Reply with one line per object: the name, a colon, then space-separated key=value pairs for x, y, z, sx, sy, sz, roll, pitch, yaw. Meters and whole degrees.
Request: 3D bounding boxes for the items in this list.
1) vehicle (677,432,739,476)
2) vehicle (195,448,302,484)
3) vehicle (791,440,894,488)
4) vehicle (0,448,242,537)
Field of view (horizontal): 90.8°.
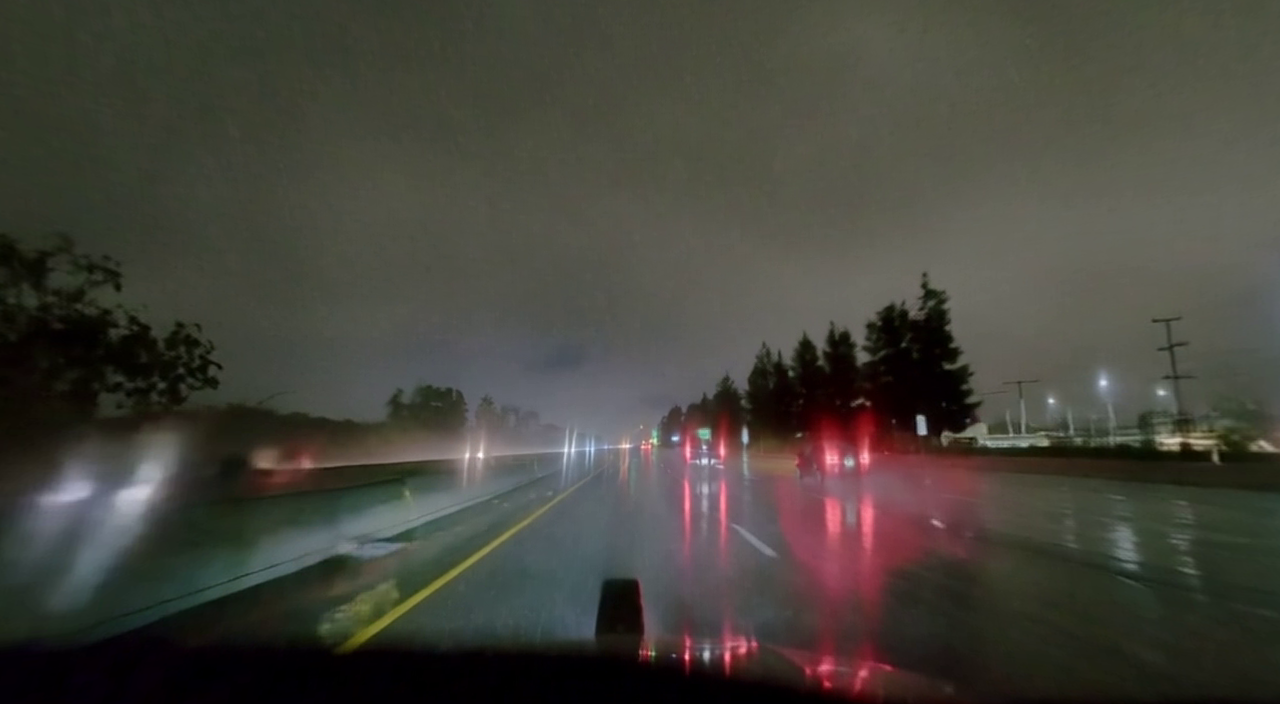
vehicle: x=2.988 y=4.672 z=29.062 sx=2.258 sy=1.824 sz=4.908 roll=0 pitch=-9 yaw=-1
vehicle: x=-17.589 y=5.124 z=28.710 sx=1.855 sy=1.454 sz=4.636 roll=0 pitch=-8 yaw=0
vehicle: x=6.674 y=3.717 z=21.312 sx=2.009 sy=1.456 sz=4.097 roll=0 pitch=-9 yaw=-2
vehicle: x=-10.967 y=2.834 z=13.458 sx=2.147 sy=1.545 sz=4.454 roll=0 pitch=-8 yaw=-2
